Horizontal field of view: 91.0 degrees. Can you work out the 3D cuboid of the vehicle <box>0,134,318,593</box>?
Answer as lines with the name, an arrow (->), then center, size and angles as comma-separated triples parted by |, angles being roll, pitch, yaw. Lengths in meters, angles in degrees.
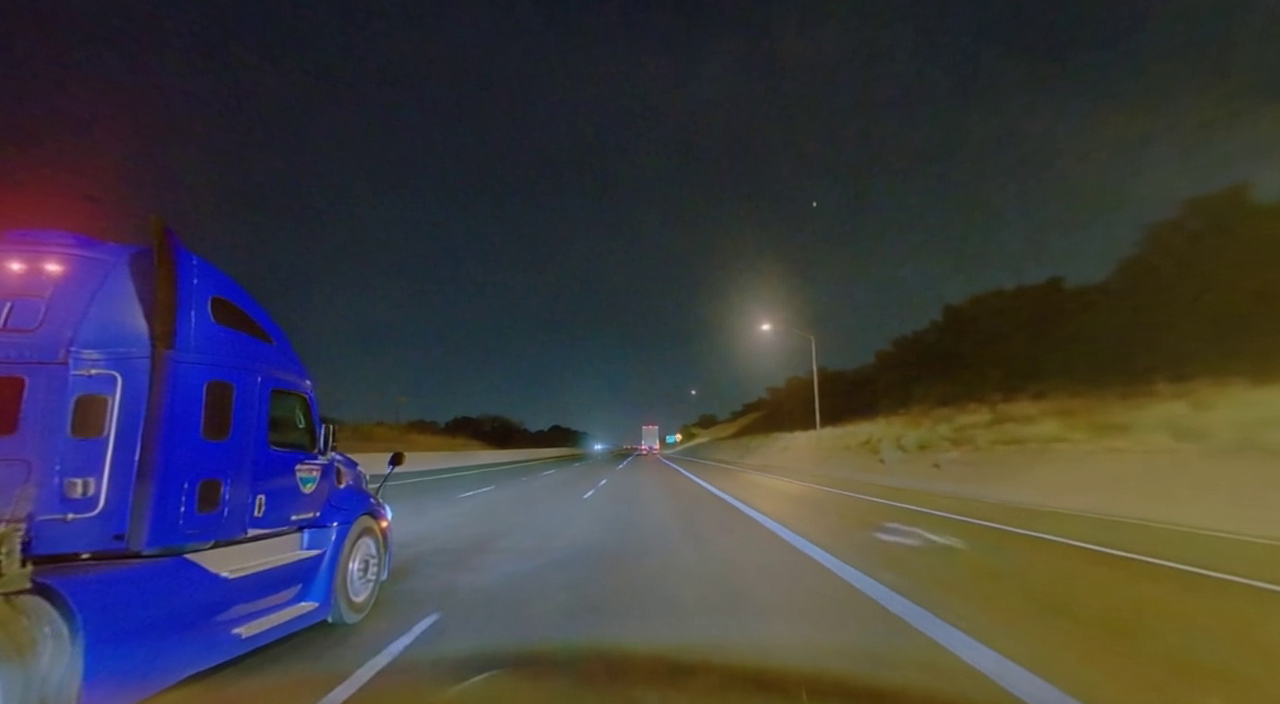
vehicle -> -7.046, 0.178, 6.035 | 2.996, 3.947, 8.600 | 0, -9, 2
